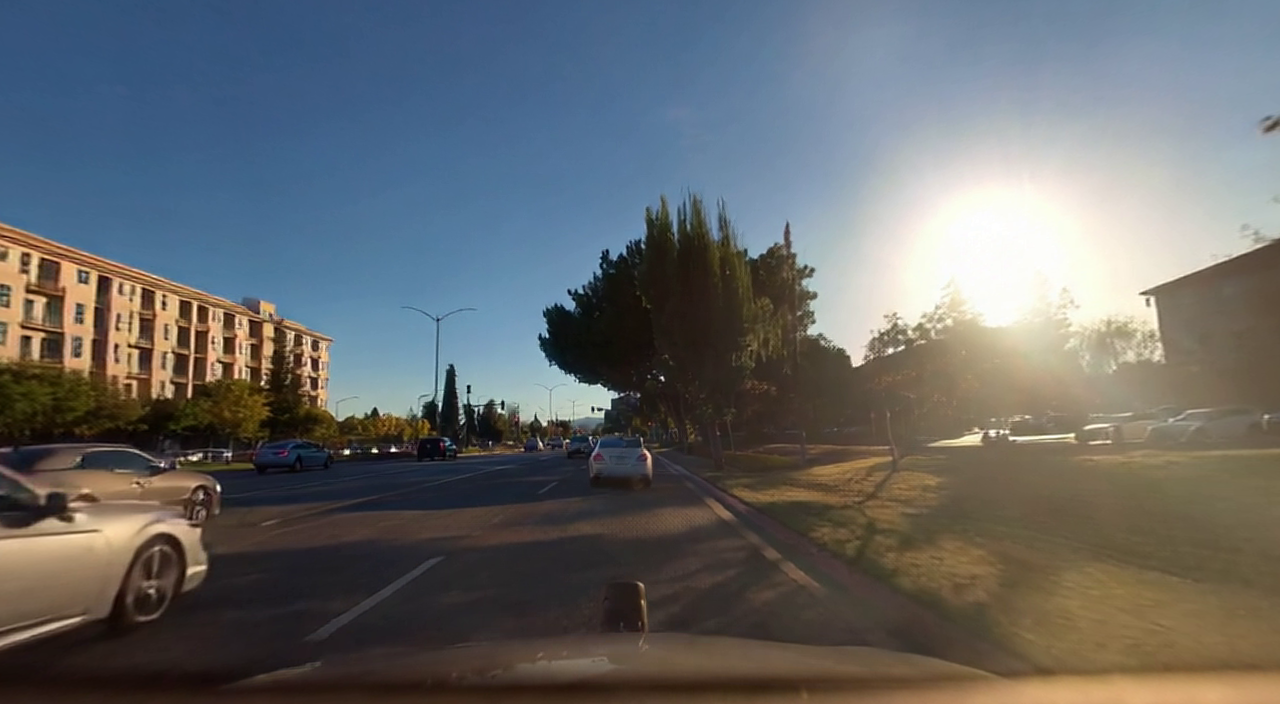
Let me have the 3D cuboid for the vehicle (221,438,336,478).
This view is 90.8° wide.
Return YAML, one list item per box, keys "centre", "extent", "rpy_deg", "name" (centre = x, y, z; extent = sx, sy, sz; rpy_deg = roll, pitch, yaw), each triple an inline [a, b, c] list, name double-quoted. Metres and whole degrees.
- centre: [-14.562, 4.287, 25.807]
  extent: [2.024, 1.484, 4.592]
  rpy_deg: [0, -8, -1]
  name: "vehicle"

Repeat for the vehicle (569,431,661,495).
- centre: [-0.623, 2.882, 16.764]
  extent: [2.099, 1.469, 4.389]
  rpy_deg: [0, -8, -1]
  name: "vehicle"

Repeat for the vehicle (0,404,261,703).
- centre: [-4.142, 0.977, 2.805]
  extent: [2.032, 1.515, 4.641]
  rpy_deg: [0, -8, 0]
  name: "vehicle"

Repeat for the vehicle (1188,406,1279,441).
- centre: [26.566, 3.139, 27.722]
  extent: [3.512, 1.415, 1.722]
  rpy_deg: [0, -9, -5]
  name: "vehicle"

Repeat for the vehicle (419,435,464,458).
- centre: [-15.248, 7.312, 48.819]
  extent: [2.064, 1.686, 4.380]
  rpy_deg: [0, -8, 0]
  name: "vehicle"

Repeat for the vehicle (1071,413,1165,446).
- centre: [24.810, 4.040, 32.837]
  extent: [3.437, 1.408, 1.759]
  rpy_deg: [-3, -9, -5]
  name: "vehicle"
